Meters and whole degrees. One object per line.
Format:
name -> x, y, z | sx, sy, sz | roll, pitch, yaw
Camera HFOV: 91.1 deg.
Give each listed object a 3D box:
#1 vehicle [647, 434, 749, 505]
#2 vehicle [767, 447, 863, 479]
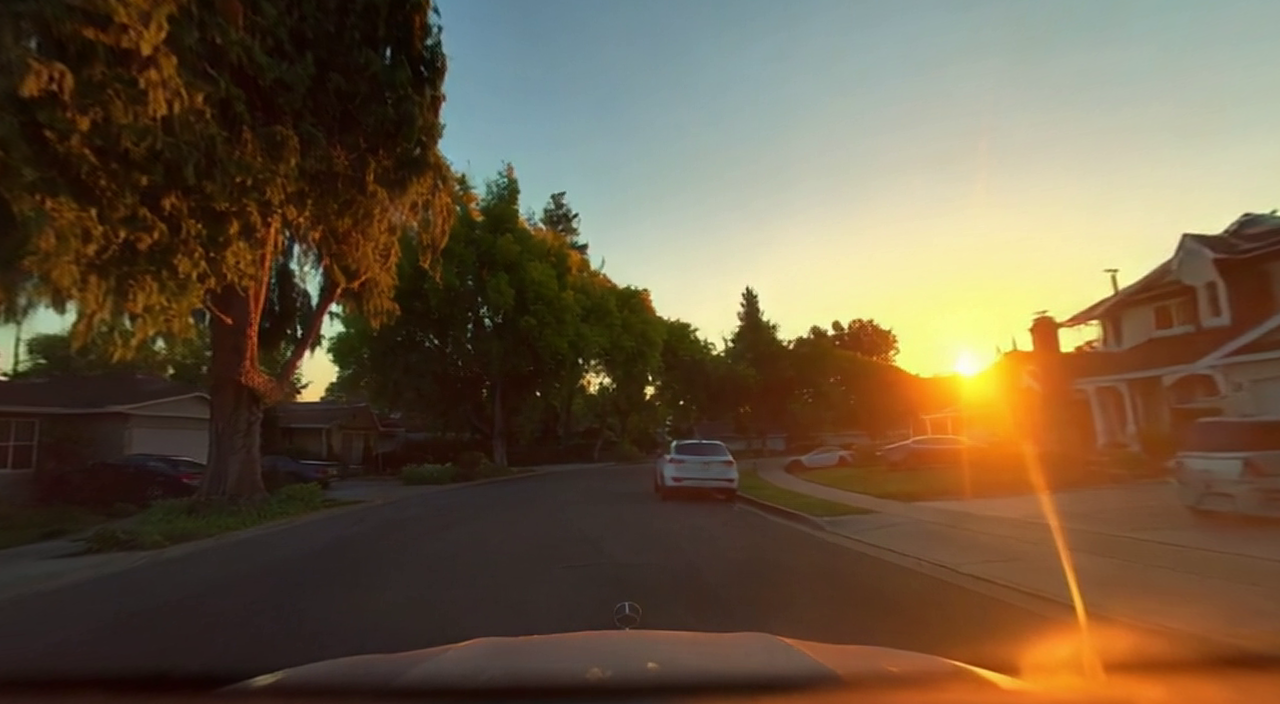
vehicle -> 1.485, 3.286, 18.060 | 2.163, 1.760, 4.591 | 1, -8, -4
vehicle -> 8.710, 5.563, 31.594 | 4.457, 1.510, 1.762 | -2, -9, 11
